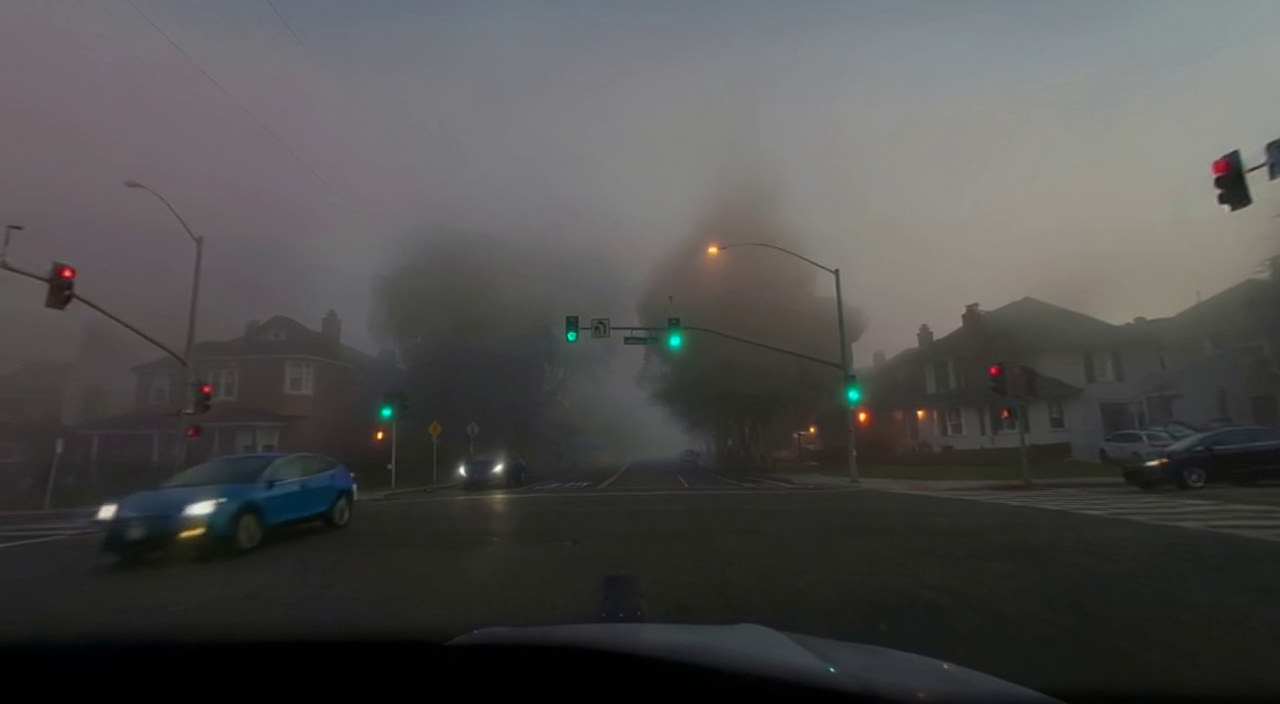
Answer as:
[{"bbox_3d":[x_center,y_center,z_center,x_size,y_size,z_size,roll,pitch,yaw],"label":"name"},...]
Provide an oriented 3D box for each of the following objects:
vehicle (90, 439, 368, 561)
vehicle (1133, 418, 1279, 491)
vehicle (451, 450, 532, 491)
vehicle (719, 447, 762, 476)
[{"bbox_3d":[-6.713,2.404,11.053,1.982,1.686,4.195,0,-8,0],"label":"vehicle"},{"bbox_3d":[15.870,2.614,16.239,4.452,1.711,2.186,0,-8,1],"label":"vehicle"},{"bbox_3d":[-6.492,5.230,28.296,2.270,1.605,4.958,-1,-8,2],"label":"vehicle"},{"bbox_3d":[5.842,6.408,37.212,1.891,1.611,4.269,0,-8,1],"label":"vehicle"}]
